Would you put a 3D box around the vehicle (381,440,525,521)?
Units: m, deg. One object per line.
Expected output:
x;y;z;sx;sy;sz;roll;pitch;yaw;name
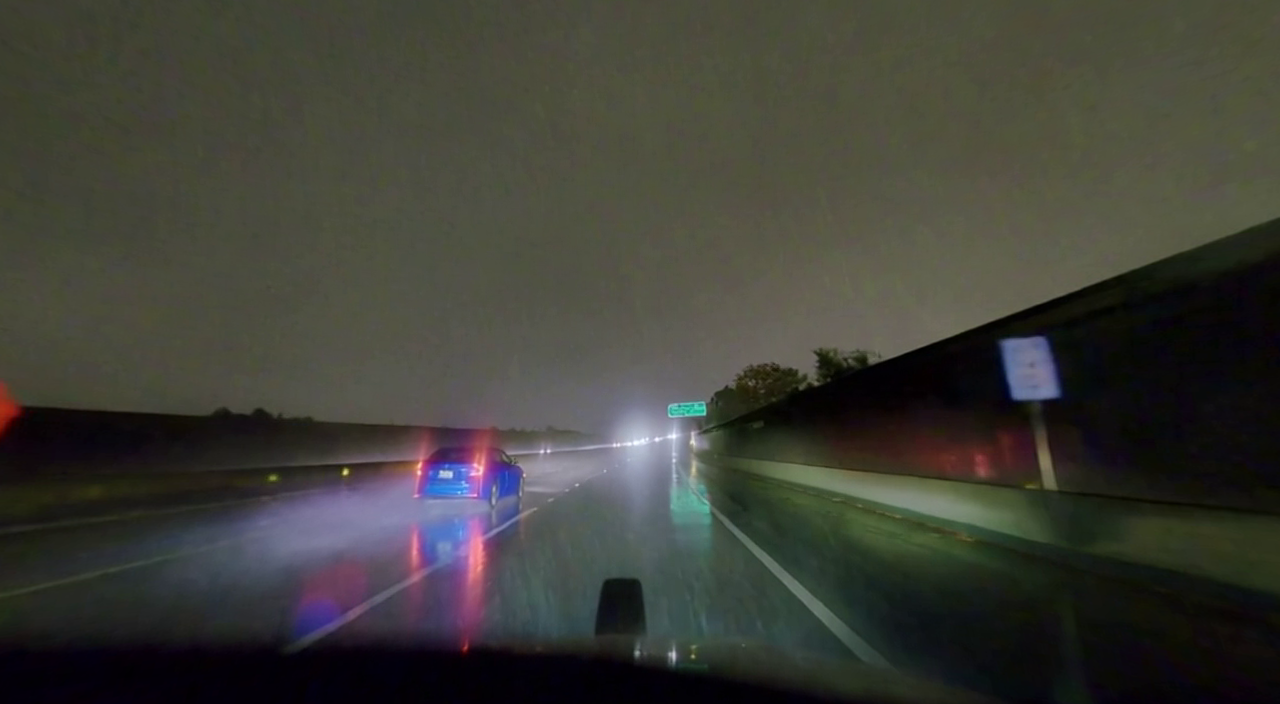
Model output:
-3.882;2.719;13.850;1.928;1.504;3.745;0;-9;1;vehicle
